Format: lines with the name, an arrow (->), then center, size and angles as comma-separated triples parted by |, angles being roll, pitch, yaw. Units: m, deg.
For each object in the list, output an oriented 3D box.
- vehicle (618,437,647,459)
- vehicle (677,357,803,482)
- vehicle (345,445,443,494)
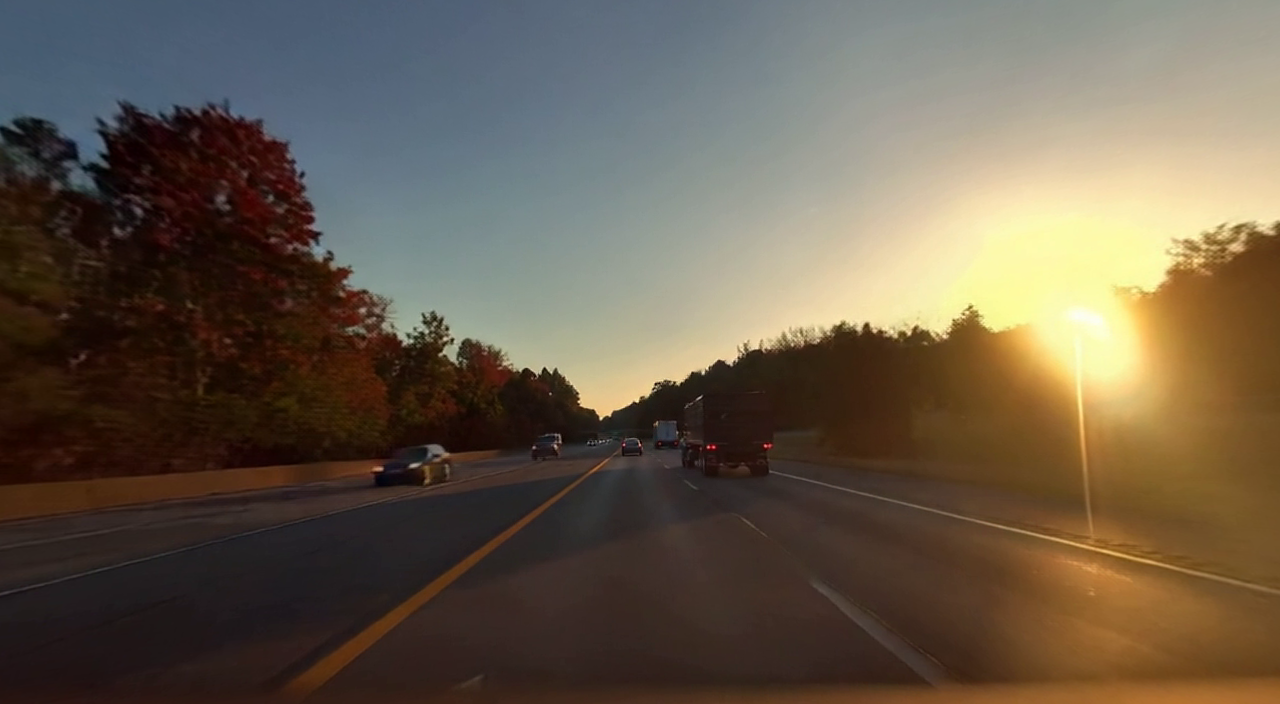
vehicle -> -0.603, 7.499, 49.489 | 2.192, 1.623, 4.887 | 0, -8, -1
vehicle -> 3.618, 3.074, 27.190 | 2.919, 4.004, 13.911 | 0, -8, -1
vehicle -> -8.484, 4.048, 22.073 | 1.857, 1.509, 4.010 | 0, -8, 0
